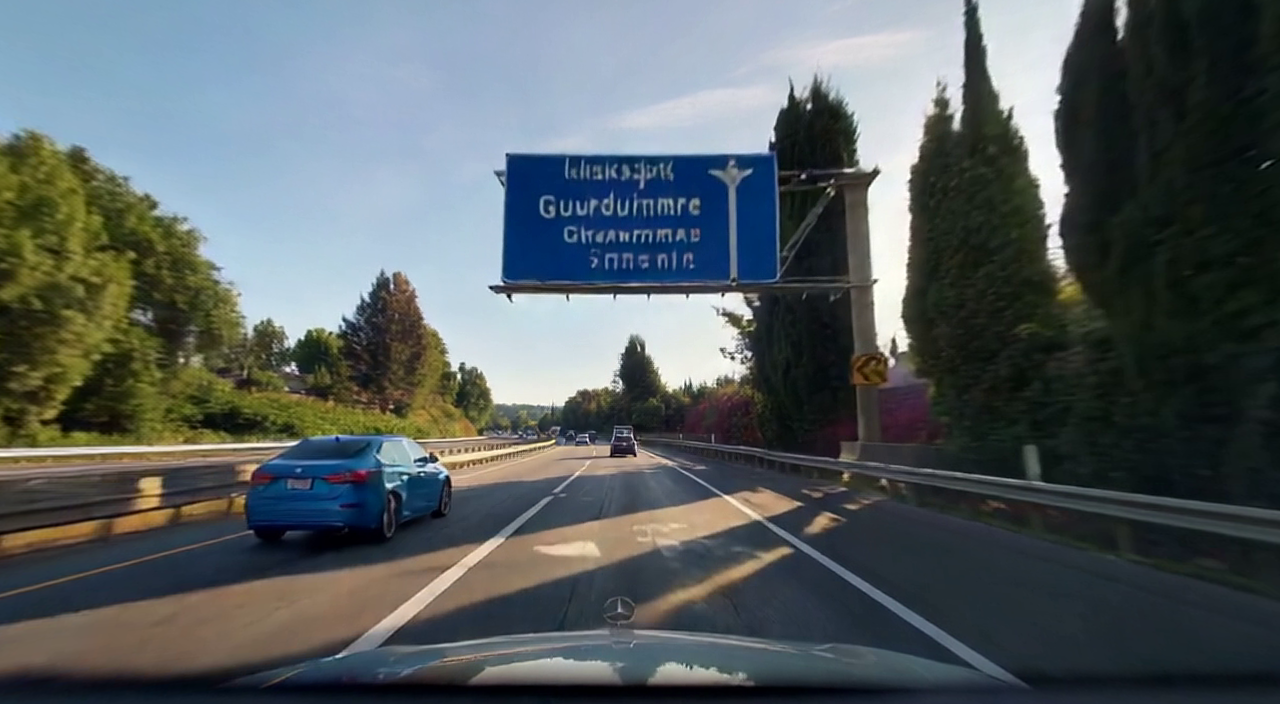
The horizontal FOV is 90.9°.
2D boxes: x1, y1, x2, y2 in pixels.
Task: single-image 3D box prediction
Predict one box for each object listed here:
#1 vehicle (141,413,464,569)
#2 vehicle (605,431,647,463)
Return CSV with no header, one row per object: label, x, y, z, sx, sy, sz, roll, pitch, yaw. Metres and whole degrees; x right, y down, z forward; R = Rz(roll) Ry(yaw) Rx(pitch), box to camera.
vehicle,-3.912,1.655,8.355,1.975,1.518,4.242,0,-8,-1
vehicle,-0.771,5.124,34.317,2.162,1.616,4.242,0,-8,-2
